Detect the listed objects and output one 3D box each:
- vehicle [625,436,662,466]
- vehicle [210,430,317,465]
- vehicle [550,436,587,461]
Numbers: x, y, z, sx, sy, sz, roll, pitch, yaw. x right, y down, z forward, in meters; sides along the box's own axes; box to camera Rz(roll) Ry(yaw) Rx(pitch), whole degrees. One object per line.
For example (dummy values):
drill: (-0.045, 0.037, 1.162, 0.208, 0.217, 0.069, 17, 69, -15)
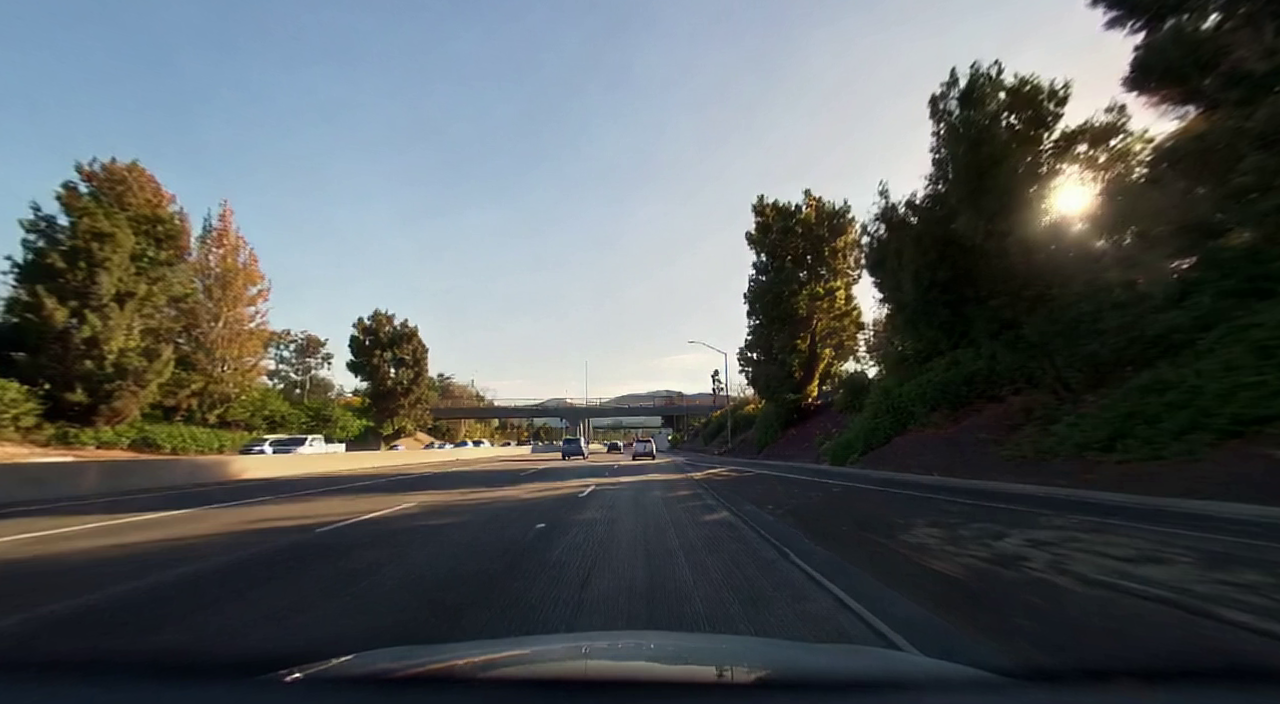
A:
vehicle: (0.229, 5.869, 37.609, 2.010, 1.637, 4.940, 0, -8, 1)
vehicle: (-20.308, 5.207, 34.420, 2.247, 1.735, 5.805, 0, -8, 0)
vehicle: (-5.267, 7.165, 46.967, 2.091, 1.749, 4.271, 0, -8, 2)
